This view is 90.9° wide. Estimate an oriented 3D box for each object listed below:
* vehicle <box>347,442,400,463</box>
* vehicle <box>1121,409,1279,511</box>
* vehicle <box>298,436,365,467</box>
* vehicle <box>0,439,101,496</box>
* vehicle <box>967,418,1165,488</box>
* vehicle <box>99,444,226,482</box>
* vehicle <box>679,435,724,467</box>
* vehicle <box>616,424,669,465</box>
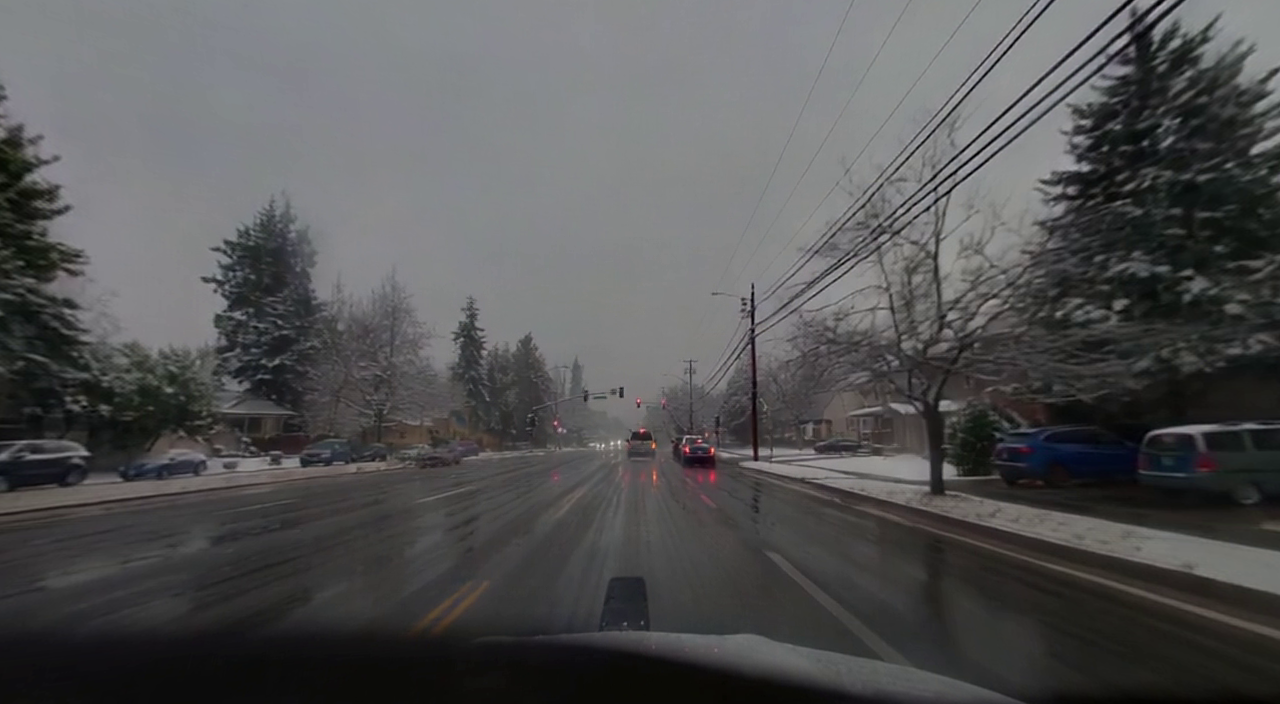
[{"bbox_3d":[-19.774,7.490,46.998,1.866,1.471,4.770,0,-8,1],"label":"vehicle"},{"bbox_3d":[13.471,2.258,13.461,4.508,1.937,2.356,1,-8,-5],"label":"vehicle"},{"bbox_3d":[-20.056,6.489,41.214,2.046,1.874,4.448,0,-8,2],"label":"vehicle"},{"bbox_3d":[-20.266,3.666,20.238,1.973,1.700,4.475,0,-8,-1],"label":"vehicle"},{"bbox_3d":[12.602,2.990,18.882,4.412,1.878,2.048,-1,-7,-1],"label":"vehicle"},{"bbox_3d":[-20.432,4.734,27.287,1.865,1.506,4.706,0,-8,-1],"label":"vehicle"},{"bbox_3d":[3.213,5.277,33.693,2.002,1.511,4.124,1,-8,0],"label":"vehicle"},{"bbox_3d":[0.145,5.198,35.461,2.769,2.087,5.130,0,-8,0],"label":"vehicle"}]
